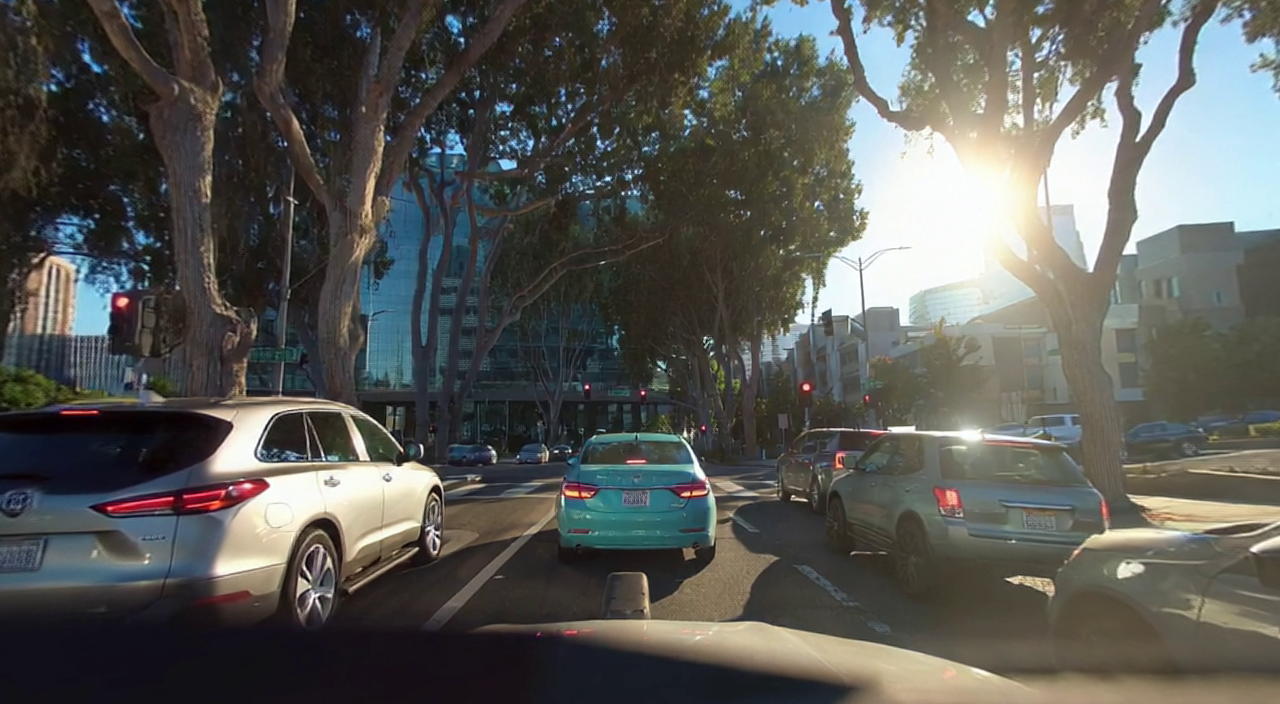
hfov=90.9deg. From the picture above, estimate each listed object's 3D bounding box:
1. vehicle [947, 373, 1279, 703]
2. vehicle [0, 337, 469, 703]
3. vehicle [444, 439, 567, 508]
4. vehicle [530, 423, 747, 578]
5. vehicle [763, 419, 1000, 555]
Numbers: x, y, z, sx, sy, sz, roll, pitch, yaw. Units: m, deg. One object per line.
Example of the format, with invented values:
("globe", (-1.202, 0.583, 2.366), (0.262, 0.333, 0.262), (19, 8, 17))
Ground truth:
("vehicle", (3.317, 0.948, 2.824), (1.899, 1.588, 3.888), (0, -8, 0))
("vehicle", (-3.147, 1.145, 5.044), (2.168, 1.750, 4.625), (-1, -8, 1))
("vehicle", (-3.063, 2.858, 15.309), (1.975, 1.420, 4.196), (0, -8, 1))
("vehicle", (-0.036, 1.775, 8.319), (2.147, 1.507, 3.953), (0, -8, -1))
("vehicle", (3.401, 1.990, 10.009), (2.040, 1.647, 4.379), (0, -8, 1))
